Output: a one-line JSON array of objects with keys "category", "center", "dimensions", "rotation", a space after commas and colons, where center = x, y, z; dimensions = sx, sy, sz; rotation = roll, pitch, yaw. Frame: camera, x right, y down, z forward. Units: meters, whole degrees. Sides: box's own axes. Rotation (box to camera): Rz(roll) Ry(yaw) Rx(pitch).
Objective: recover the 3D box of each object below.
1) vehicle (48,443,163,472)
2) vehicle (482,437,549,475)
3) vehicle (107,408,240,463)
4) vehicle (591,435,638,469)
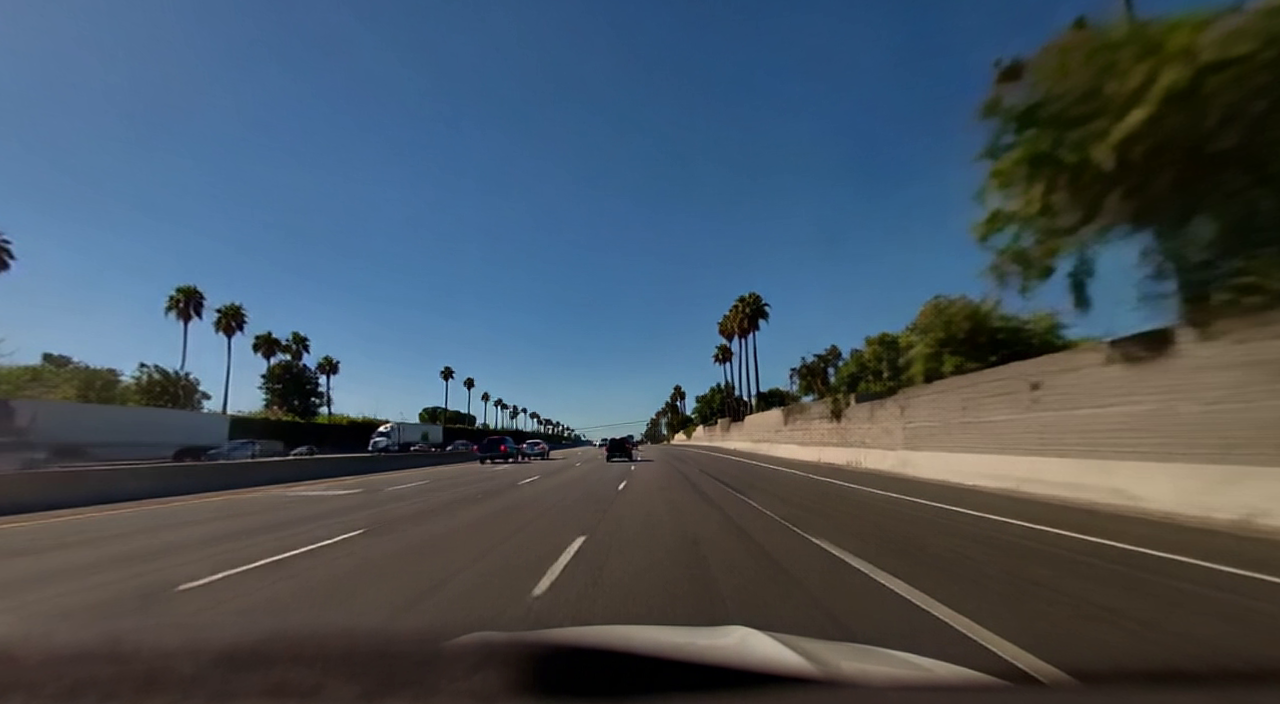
[{"category": "vehicle", "center": [-30.222, 5.938, 35.964], "dimensions": [1.874, 1.520, 5.041], "rotation": [-1, -8, 4]}, {"category": "vehicle", "center": [-5.922, 5.008, 30.673], "dimensions": [2.204, 1.677, 4.438], "rotation": [-1, -8, 2]}, {"category": "vehicle", "center": [-35.281, 6.493, 48.475], "dimensions": [2.812, 3.781, 9.113], "rotation": [-1, -8, 3]}, {"category": "vehicle", "center": [-1.289, 5.294, 33.658], "dimensions": [2.201, 1.672, 4.128], "rotation": [0, -8, 1]}]
